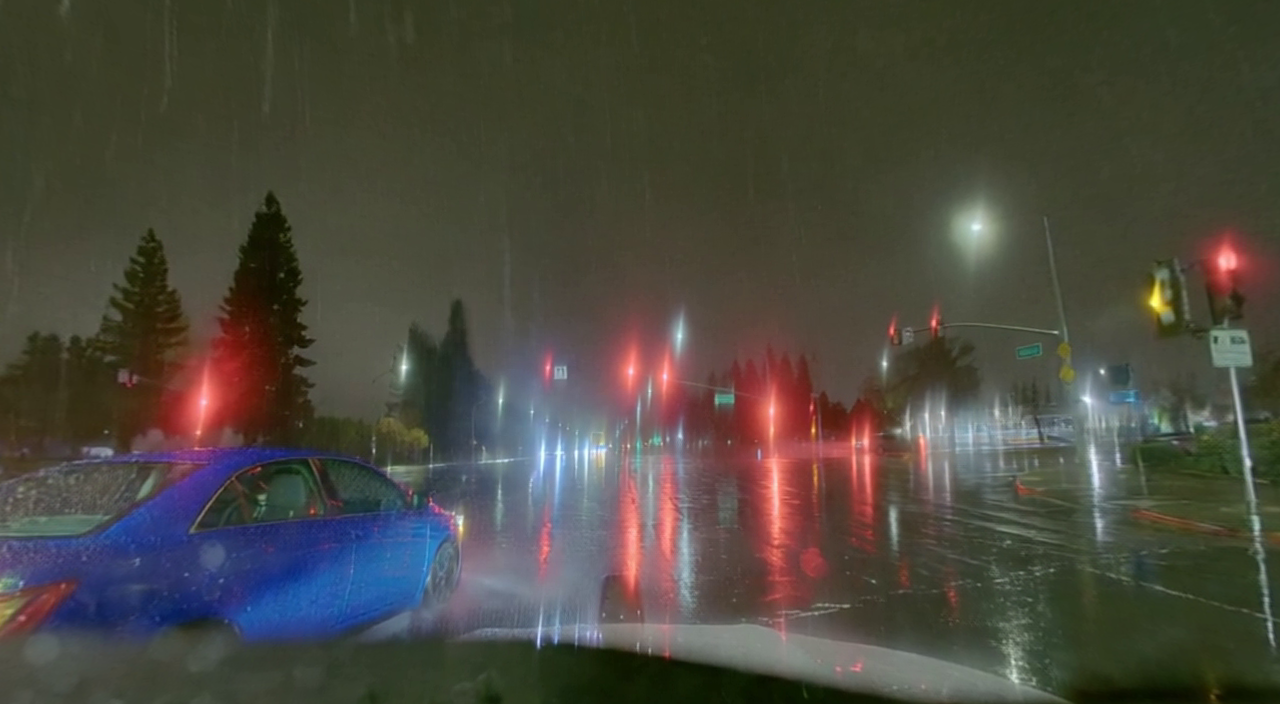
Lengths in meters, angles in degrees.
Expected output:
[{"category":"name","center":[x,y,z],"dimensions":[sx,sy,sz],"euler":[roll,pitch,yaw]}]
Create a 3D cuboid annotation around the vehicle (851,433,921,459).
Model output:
[{"category":"vehicle","center":[17.629,6.742,45.246],"dimensions":[4.600,1.783,1.970],"euler":[4,-10,-26]}]
